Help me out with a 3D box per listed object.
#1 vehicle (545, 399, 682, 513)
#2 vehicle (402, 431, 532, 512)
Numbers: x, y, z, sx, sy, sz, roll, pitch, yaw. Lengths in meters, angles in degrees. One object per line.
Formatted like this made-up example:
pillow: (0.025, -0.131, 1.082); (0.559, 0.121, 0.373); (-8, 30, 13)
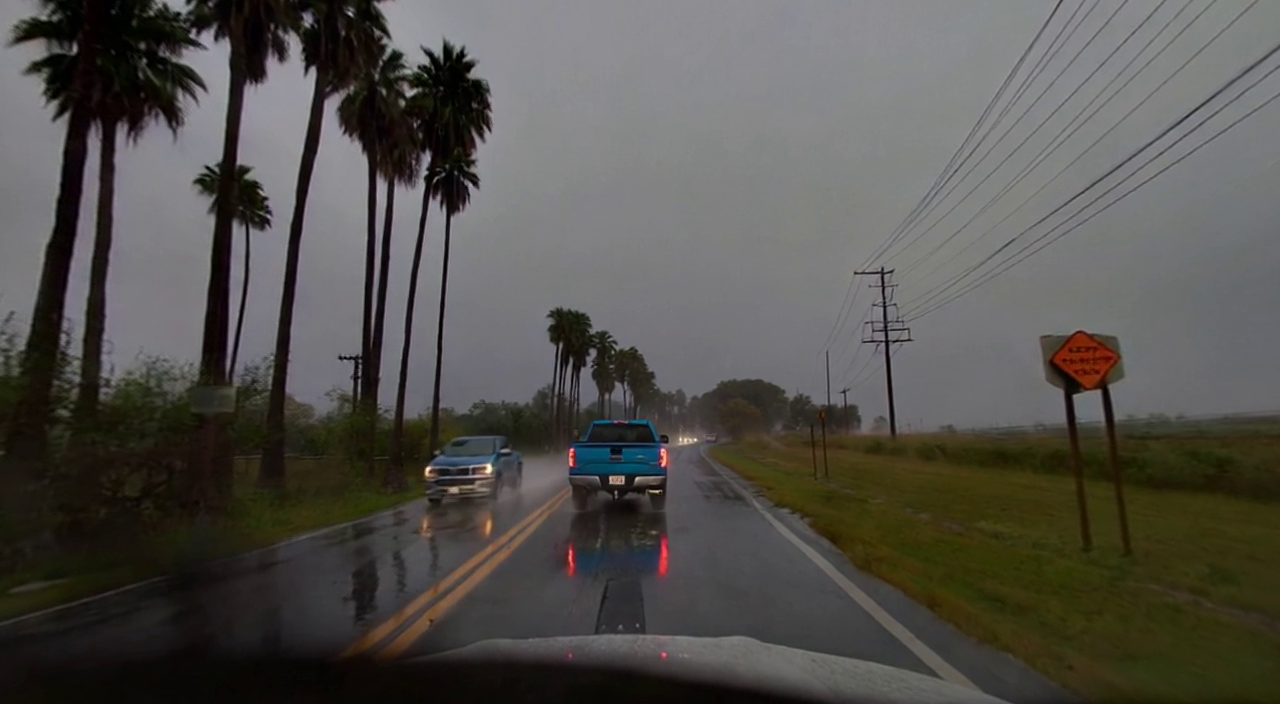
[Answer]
vehicle: (-0.571, 2.493, 15.475); (2.693, 2.223, 5.885); (0, -9, -1)
vehicle: (-4.411, 3.127, 17.049); (2.128, 1.834, 4.877); (0, -9, 0)
